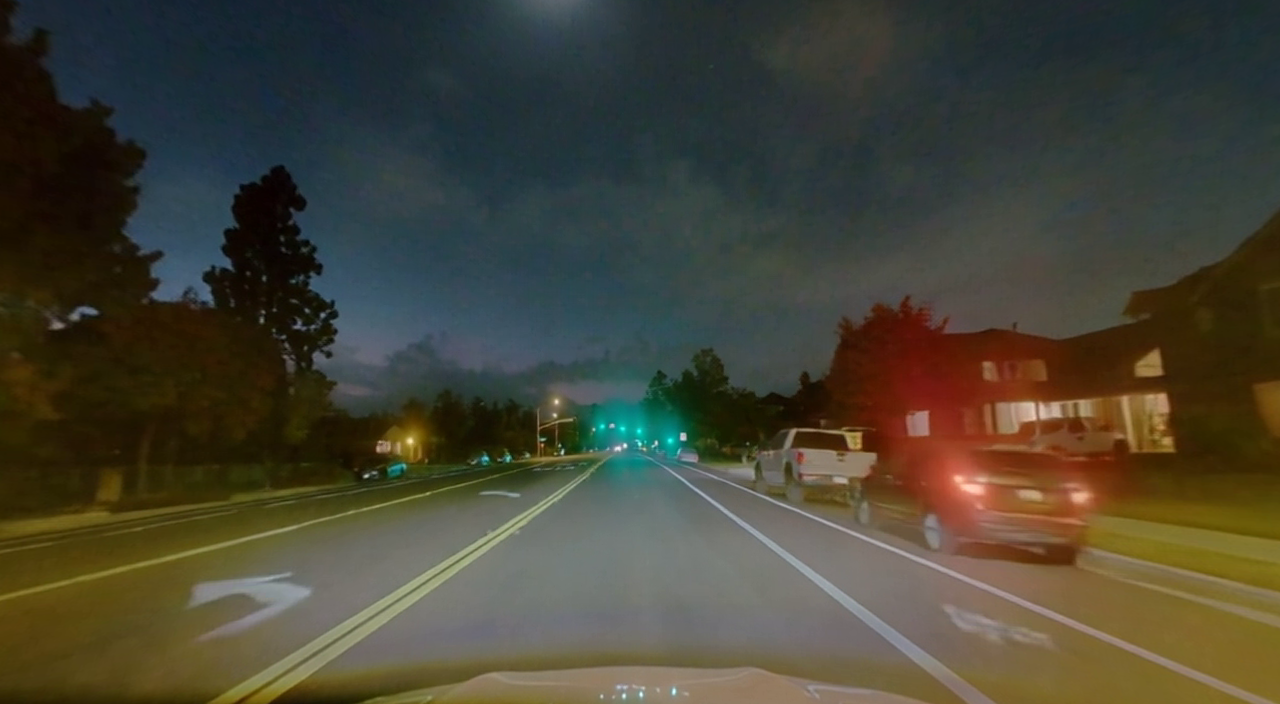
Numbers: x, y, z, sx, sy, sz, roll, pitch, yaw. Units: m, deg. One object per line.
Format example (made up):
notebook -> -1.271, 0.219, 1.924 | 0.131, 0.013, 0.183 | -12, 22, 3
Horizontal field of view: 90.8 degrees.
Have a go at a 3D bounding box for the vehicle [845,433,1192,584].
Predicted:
vehicle -> 4.494, 1.882, 8.525 | 1.919, 1.474, 4.370 | 0, -8, -1

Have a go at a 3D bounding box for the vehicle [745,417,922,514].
vehicle -> 4.237, 2.632, 15.197 | 2.293, 1.858, 5.868 | 0, -8, -1

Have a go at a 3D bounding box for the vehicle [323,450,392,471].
vehicle -> -22.250, 8.553, 49.870 | 4.413, 1.477, 2.100 | -1, -9, 0

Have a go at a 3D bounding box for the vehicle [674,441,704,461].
vehicle -> 3.734, 7.673, 48.912 | 1.970, 1.455, 4.233 | 0, -8, -1
